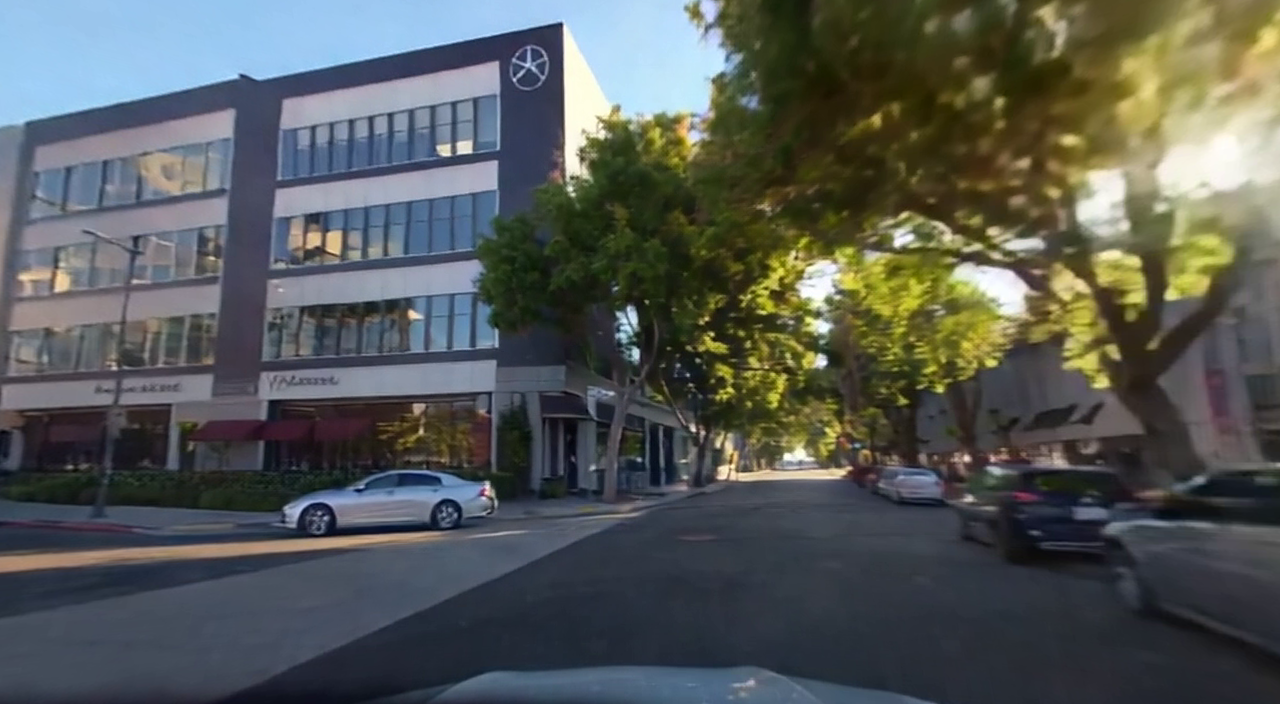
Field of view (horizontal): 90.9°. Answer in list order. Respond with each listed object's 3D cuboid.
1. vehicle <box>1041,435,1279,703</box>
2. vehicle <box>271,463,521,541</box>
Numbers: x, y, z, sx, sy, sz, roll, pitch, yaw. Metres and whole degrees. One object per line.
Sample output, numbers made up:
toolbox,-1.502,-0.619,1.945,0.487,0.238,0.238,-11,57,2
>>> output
vehicle,4.434,1.268,3.743,2.073,1.434,3.899,-1,-11,11
vehicle,-5.278,3.246,13.957,4.770,1.448,1.983,6,-12,-26
